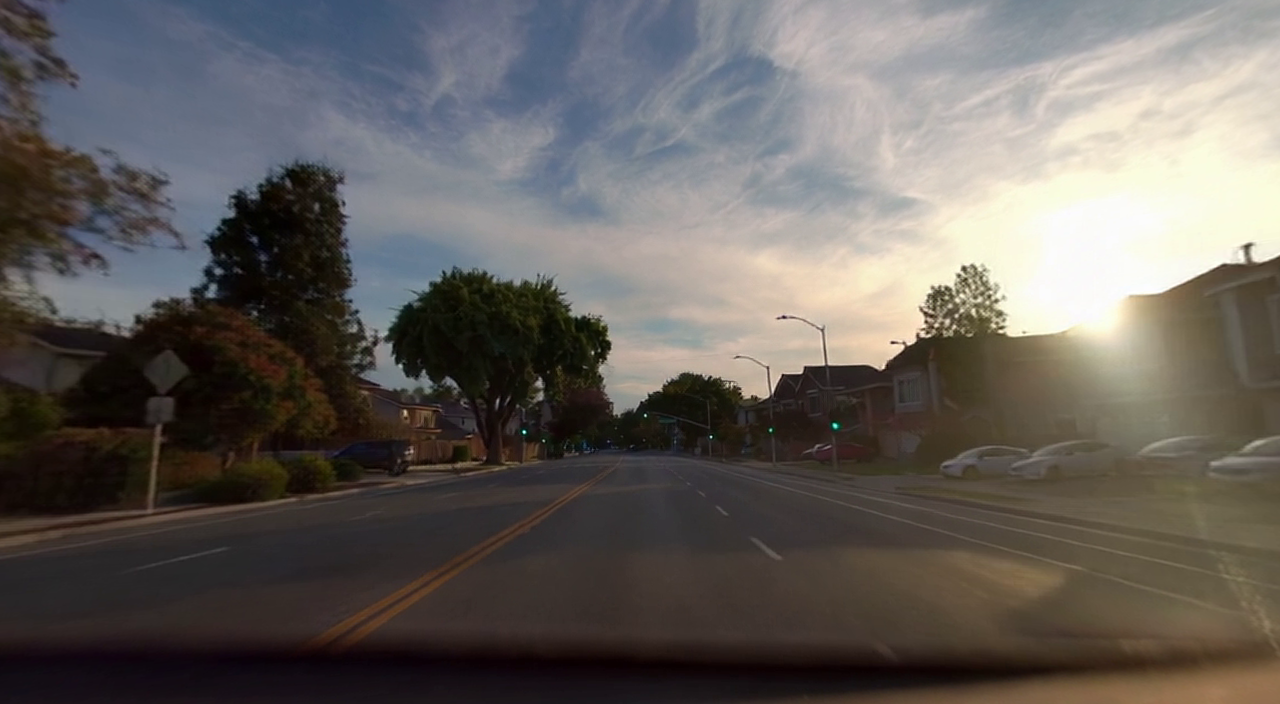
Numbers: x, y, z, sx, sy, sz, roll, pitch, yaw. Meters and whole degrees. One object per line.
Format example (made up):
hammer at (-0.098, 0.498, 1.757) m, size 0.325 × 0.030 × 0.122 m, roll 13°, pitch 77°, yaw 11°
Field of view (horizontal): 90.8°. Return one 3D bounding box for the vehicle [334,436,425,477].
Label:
vehicle at (-15.577, 6.270, 38.301) m, size 2.653 × 2.232 × 6.273 m, roll 0°, pitch -8°, yaw 2°

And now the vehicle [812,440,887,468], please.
vehicle at (15.326, 7.451, 46.375) m, size 4.739 × 1.667 × 1.998 m, roll -4°, pitch -7°, yaw 0°

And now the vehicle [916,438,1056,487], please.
vehicle at (14.005, 4.466, 25.776) m, size 4.466 × 1.578 × 1.968 m, roll -4°, pitch -7°, yaw -1°

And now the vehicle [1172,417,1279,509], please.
vehicle at (14.965, 2.376, 13.755) m, size 4.854 × 1.803 × 2.179 m, roll 0°, pitch -9°, yaw -4°

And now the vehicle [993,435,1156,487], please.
vehicle at (15.202, 3.808, 22.311) m, size 4.234 × 1.491 × 1.940 m, roll -4°, pitch -7°, yaw 0°
